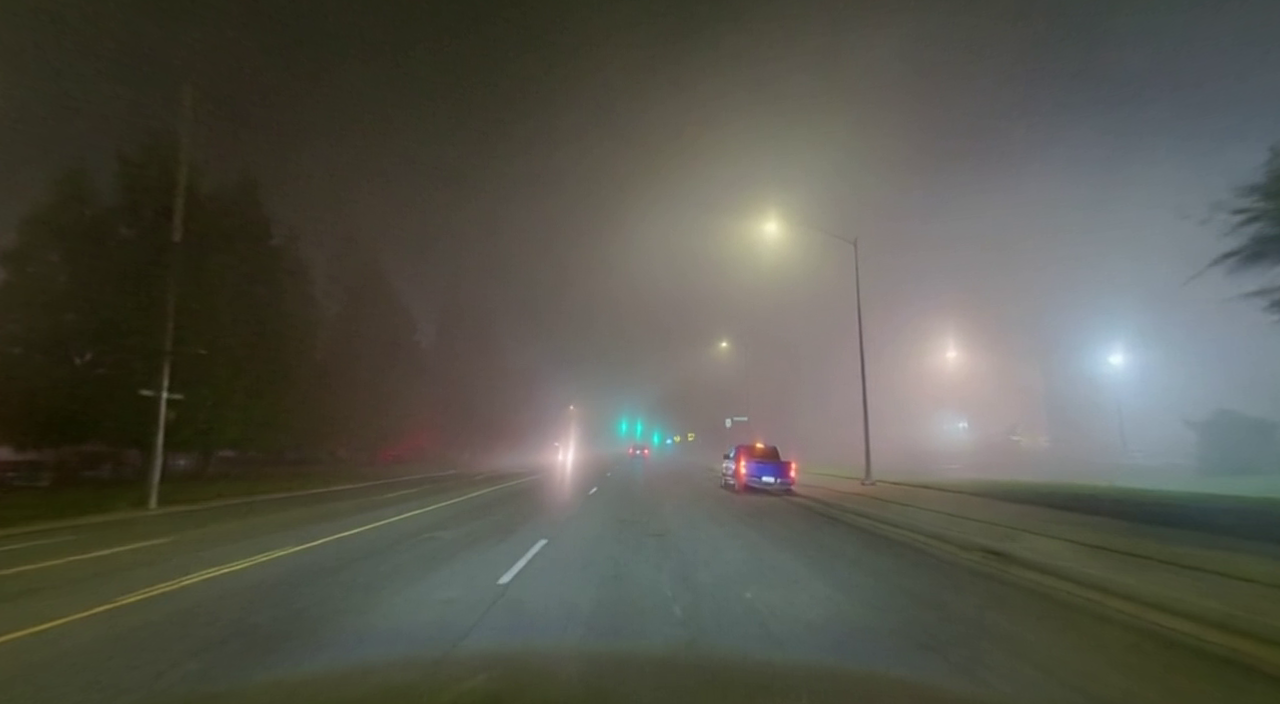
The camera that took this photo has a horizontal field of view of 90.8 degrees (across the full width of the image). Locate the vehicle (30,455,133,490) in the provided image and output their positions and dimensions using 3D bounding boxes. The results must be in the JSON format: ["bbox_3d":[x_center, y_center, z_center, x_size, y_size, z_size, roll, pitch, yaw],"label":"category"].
[{"bbox_3d":[-27.671,5.936,31.510,1.753,1.424,4.492,-2,-8,-11],"label":"vehicle"}]

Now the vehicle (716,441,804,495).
[{"bbox_3d":[3.712,3.649,20.332,1.942,1.502,4.244,0,-8,-1],"label":"vehicle"}]
